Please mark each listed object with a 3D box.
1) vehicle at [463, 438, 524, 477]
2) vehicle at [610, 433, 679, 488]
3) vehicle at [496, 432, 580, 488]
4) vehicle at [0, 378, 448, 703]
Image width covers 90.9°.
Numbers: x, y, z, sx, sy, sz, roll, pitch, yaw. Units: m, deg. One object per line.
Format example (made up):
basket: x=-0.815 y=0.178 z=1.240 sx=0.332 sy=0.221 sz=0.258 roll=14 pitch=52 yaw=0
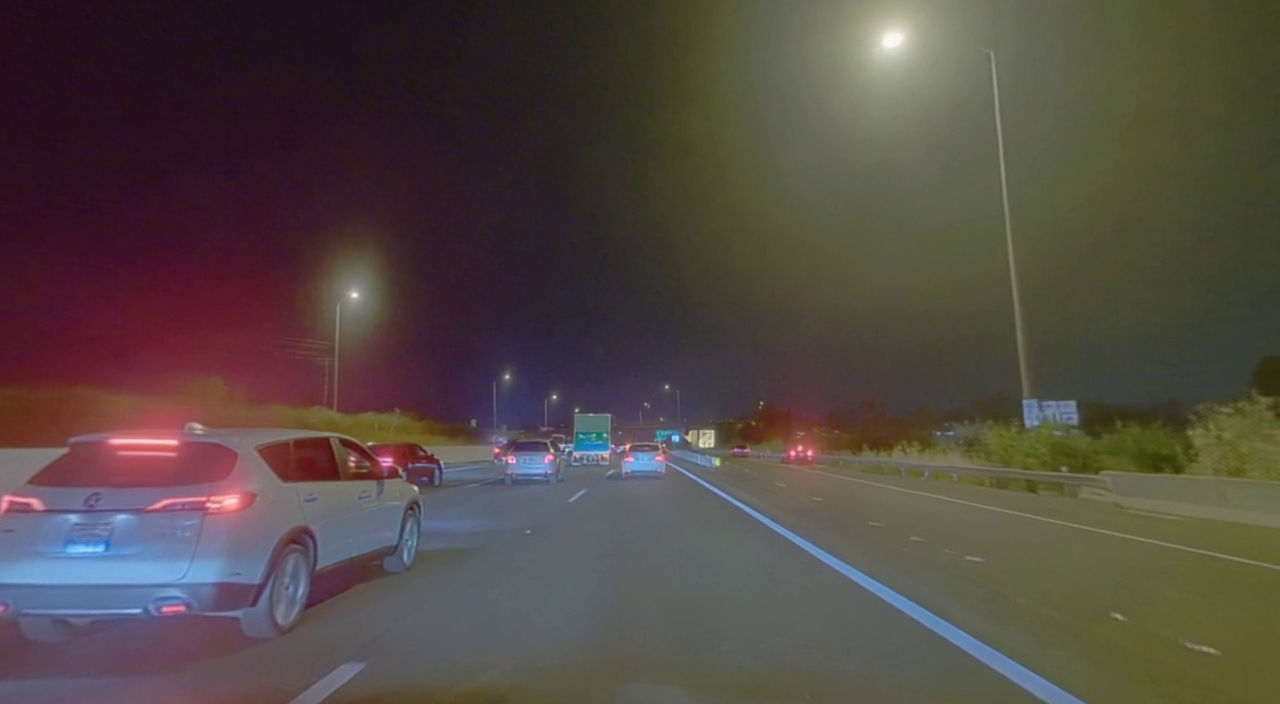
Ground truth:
vehicle: x=-7.111 y=5.129 z=31.009 sx=1.998 sy=1.770 sz=4.222 roll=0 pitch=-8 yaw=0
vehicle: x=0.163 y=3.741 z=22.048 sx=2.180 sy=1.716 sz=3.920 roll=0 pitch=-8 yaw=1
vehicle: x=-3.495 y=3.794 z=22.521 sx=2.125 sy=1.792 sz=4.466 roll=0 pitch=-8 yaw=2
vehicle: x=-3.485 y=1.305 z=5.493 sx=2.209 sy=1.711 sz=4.296 roll=0 pitch=-8 yaw=1
